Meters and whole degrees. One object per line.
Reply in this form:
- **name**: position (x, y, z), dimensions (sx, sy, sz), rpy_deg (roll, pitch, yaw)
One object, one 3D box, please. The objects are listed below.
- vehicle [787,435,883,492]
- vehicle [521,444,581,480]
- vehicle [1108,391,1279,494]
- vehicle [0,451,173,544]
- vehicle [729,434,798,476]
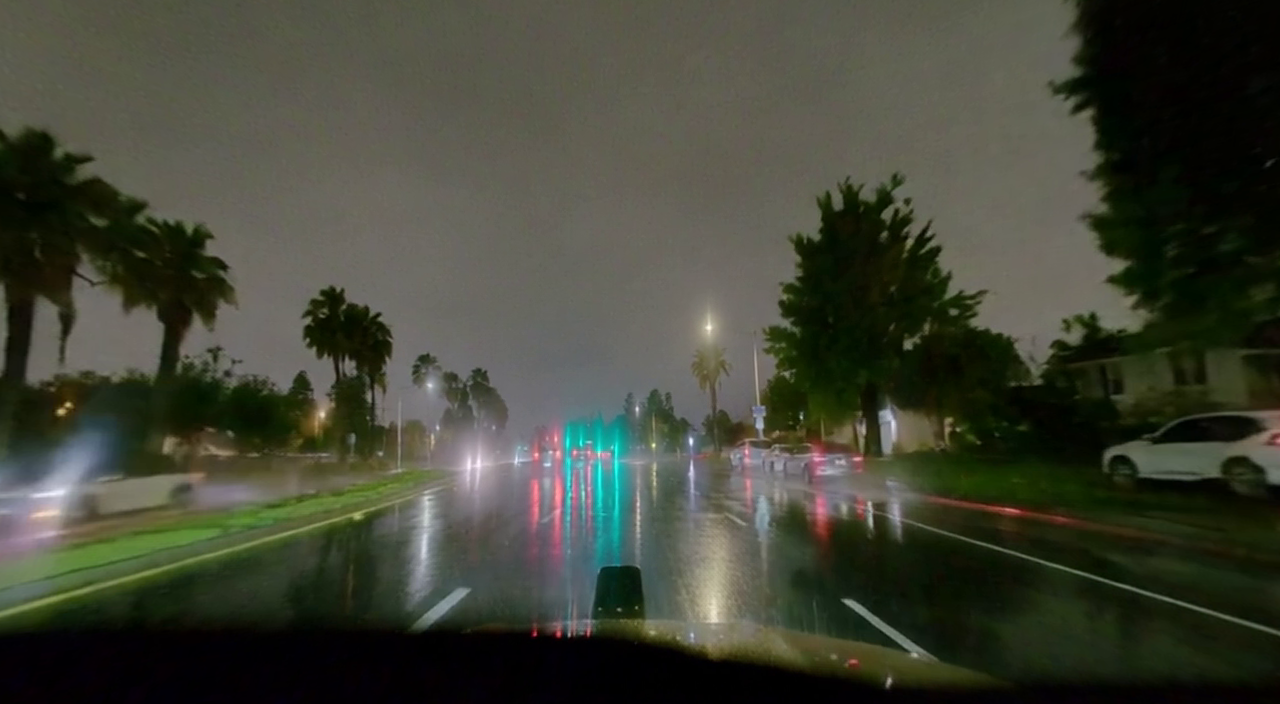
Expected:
- **vehicle**: position (6.568, 3.802, 21.869), dimensions (1.962, 1.725, 4.257), rpy_deg (0, -9, 0)
- **vehicle**: position (-3.883, 4.896, 28.499), dimensions (2.108, 1.475, 4.555), rpy_deg (1, -9, -1)
- **vehicle**: position (13.208, 1.839, 13.222), dimensions (2.370, 1.936, 5.507), rpy_deg (-3, -8, -2)
- **vehicle**: position (-11.846, 2.808, 12.581), dimensions (2.152, 1.509, 3.954), rpy_deg (-3, -8, -2)
- **vehicle**: position (6.459, 5.484, 33.977), dimensions (2.418, 2.004, 6.128), rpy_deg (1, -9, -1)
